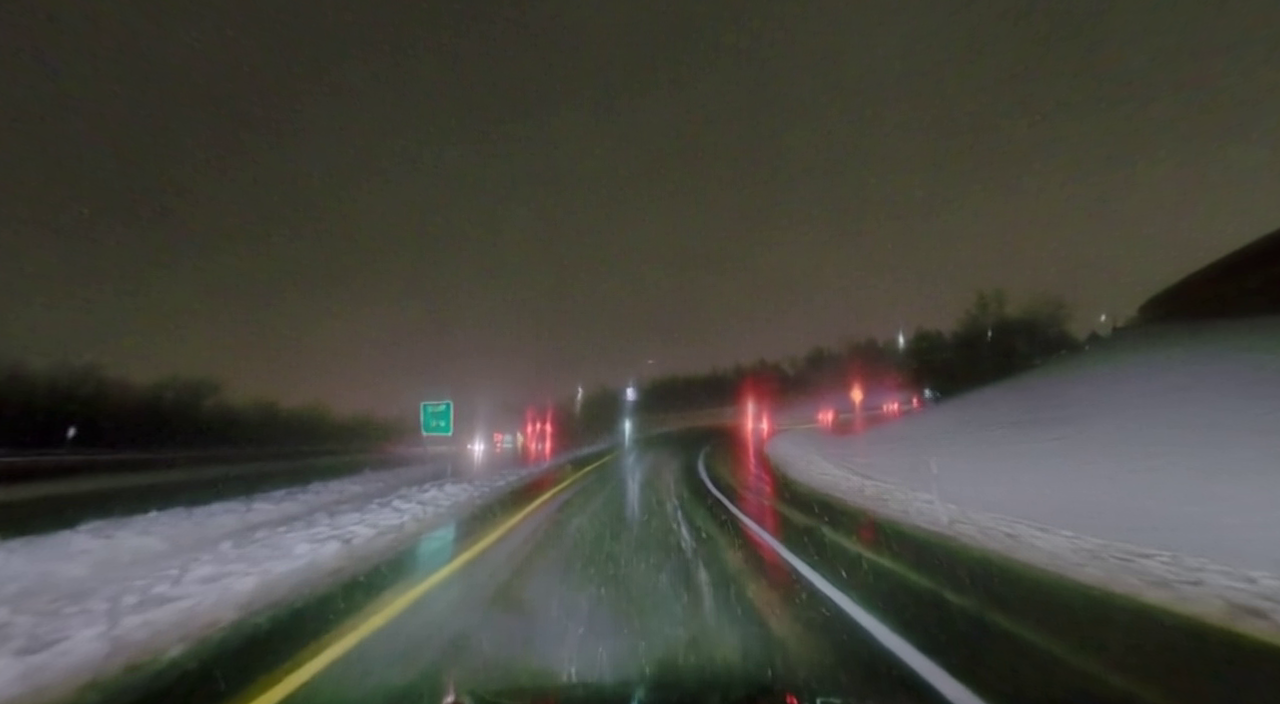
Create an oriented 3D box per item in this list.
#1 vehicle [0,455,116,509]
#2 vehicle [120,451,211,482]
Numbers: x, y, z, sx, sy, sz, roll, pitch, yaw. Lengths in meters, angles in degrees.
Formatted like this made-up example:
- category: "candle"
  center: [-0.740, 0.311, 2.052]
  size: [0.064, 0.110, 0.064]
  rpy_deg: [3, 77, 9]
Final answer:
- category: "vehicle"
  center: [-20.691, 4.320, 21.370]
  size: [2.045, 1.513, 4.795]
  rpy_deg: [1, -8, -6]
- category: "vehicle"
  center: [-30.018, 7.241, 40.072]
  size: [2.209, 1.778, 5.108]
  rpy_deg: [1, -8, -6]
